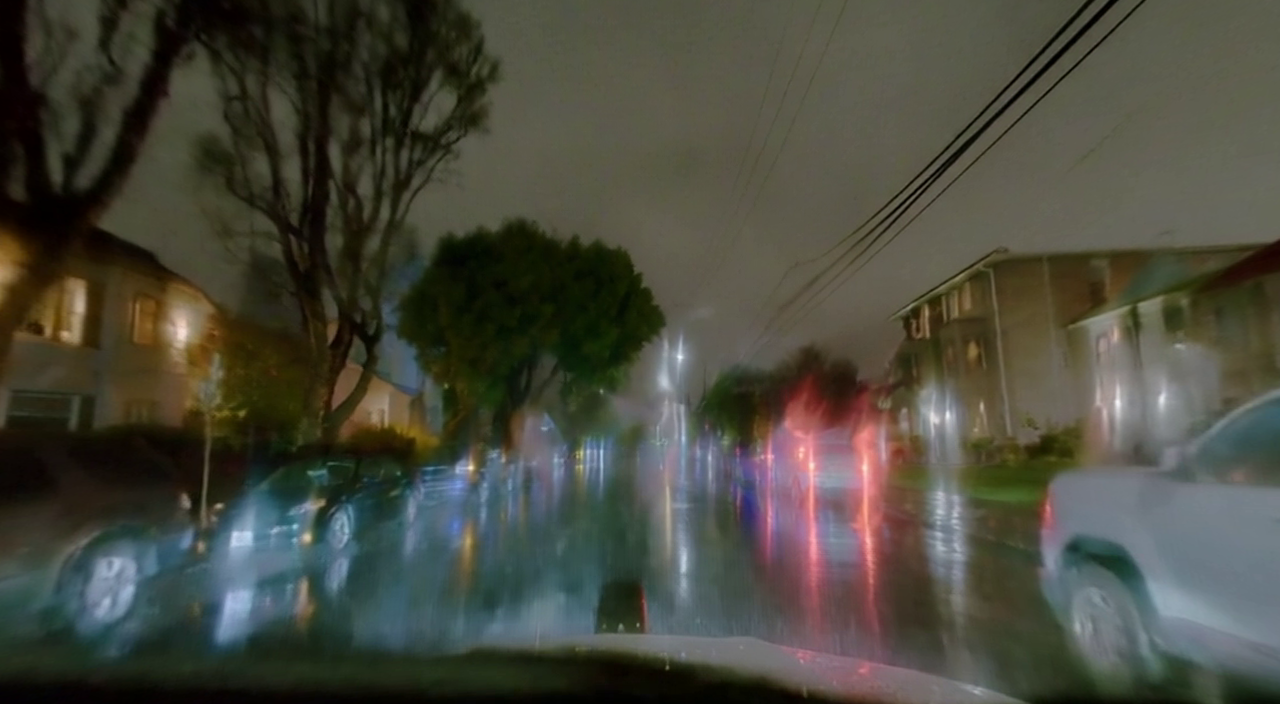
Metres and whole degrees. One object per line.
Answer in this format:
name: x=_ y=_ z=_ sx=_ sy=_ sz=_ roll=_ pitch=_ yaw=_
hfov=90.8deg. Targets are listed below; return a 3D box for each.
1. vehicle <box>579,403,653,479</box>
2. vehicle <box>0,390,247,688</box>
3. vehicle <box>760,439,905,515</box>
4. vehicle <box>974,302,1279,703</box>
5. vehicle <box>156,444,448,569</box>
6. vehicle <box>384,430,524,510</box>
vehicle: x=-0.884 y=3.933 z=27.907 sx=2.716 sy=2.887 sz=6.781 roll=0 pitch=-8 yaw=2
vehicle: x=-5.038 y=1.136 z=3.780 sx=2.203 sy=1.815 sz=4.972 roll=0 pitch=-8 yaw=-1
vehicle: x=4.171 y=2.752 z=14.522 sx=1.813 sy=1.468 sz=4.267 roll=0 pitch=-8 yaw=-3
vehicle: x=3.492 y=0.723 z=2.041 sx=2.182 sy=1.900 sz=4.779 roll=0 pitch=-8 yaw=0
vehicle: x=-4.801 y=2.204 z=10.018 sx=1.861 sy=1.474 sz=4.749 roll=0 pitch=-8 yaw=2
vehicle: x=-4.743 y=3.078 z=17.113 sx=2.002 sy=1.781 sz=5.380 roll=0 pitch=-8 yaw=2
